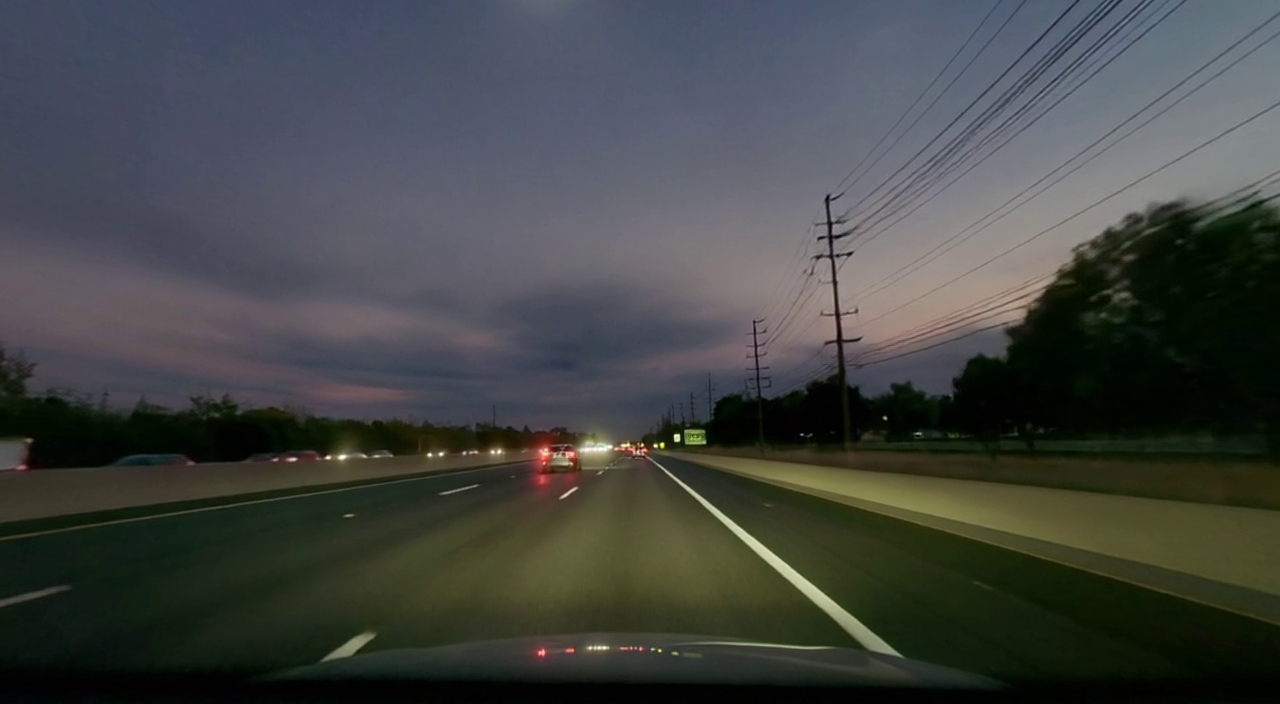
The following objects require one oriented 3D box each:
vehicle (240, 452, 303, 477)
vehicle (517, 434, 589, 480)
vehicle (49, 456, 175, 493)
[{"bbox_3d":[-28.819,8.781,49.381,2.006,1.760,4.774,0,-9,0],"label":"vehicle"},{"bbox_3d":[-3.955,4.940,29.751,2.577,1.939,5.408,0,-9,0],"label":"vehicle"},{"bbox_3d":[-25.021,5.785,30.092,2.017,1.565,4.577,0,-9,0],"label":"vehicle"}]
